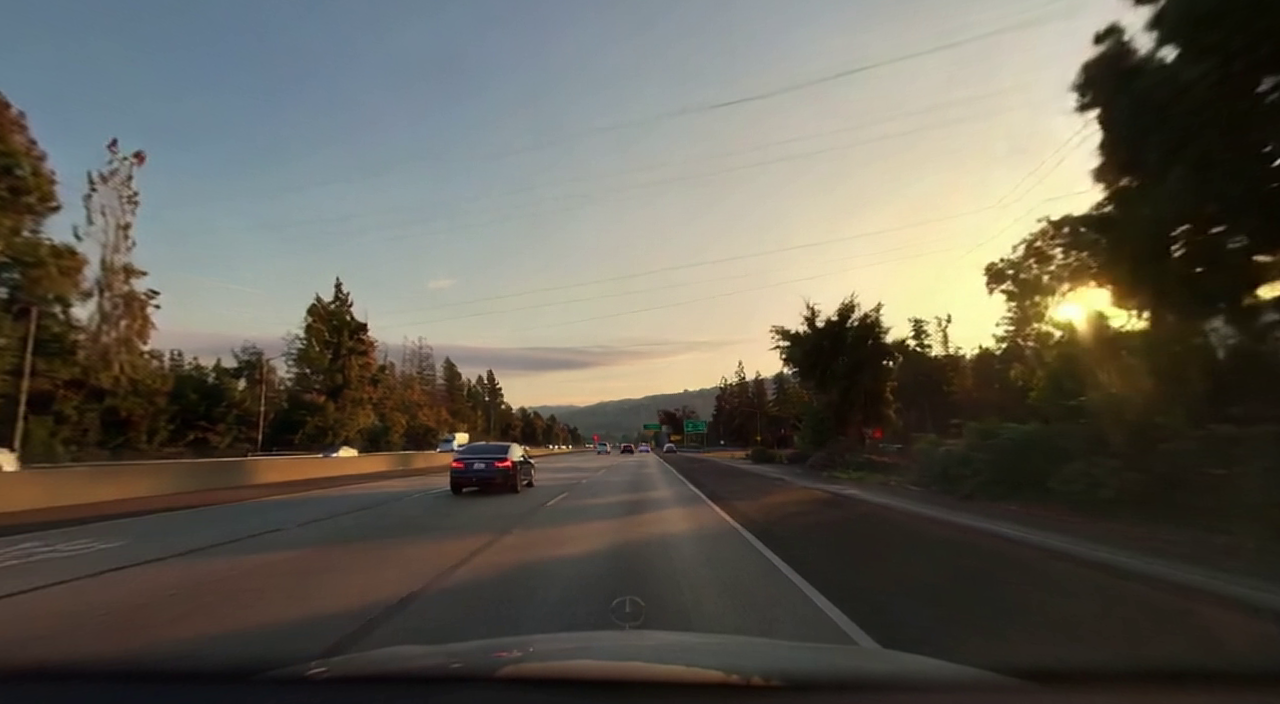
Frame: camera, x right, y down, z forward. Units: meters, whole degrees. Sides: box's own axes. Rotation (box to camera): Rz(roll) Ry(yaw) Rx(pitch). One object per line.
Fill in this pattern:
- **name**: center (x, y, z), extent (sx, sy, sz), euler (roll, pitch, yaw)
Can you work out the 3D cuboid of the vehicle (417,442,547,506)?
- **vehicle**: center (-3.807, 3.027, 16.174), extent (2.048, 1.368, 4.613), euler (0, -9, 1)
